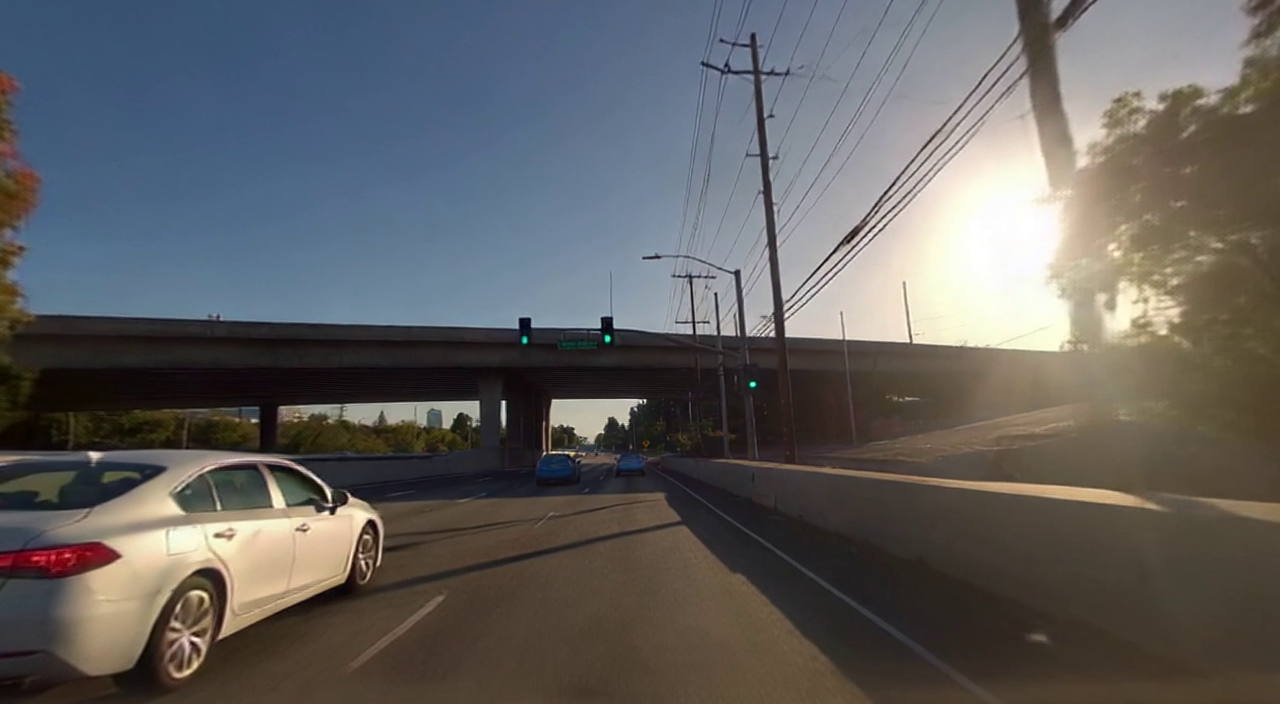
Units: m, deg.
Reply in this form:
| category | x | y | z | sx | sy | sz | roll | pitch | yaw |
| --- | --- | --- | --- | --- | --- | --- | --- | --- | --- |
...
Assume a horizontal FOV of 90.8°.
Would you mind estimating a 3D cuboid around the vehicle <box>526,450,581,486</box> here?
| category | x | y | z | sx | sy | sz | roll | pitch | yaw |
| --- | --- | --- | --- | --- | --- | --- | --- | --- | --- |
| vehicle | -3.828 | 5.205 | 28.658 | 1.946 | 1.437 | 4.154 | 0 | -8 | 0 |

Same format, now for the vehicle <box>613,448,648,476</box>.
| category | x | y | z | sx | sy | sz | roll | pitch | yaw |
| --- | --- | --- | --- | --- | --- | --- | --- | --- | --- |
| vehicle | -0.603 | 6.679 | 38.473 | 1.985 | 1.565 | 3.968 | 0 | -8 | -2 |

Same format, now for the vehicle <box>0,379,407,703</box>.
| category | x | y | z | sx | sy | sz | roll | pitch | yaw |
| --- | --- | --- | --- | --- | --- | --- | --- | --- | --- |
| vehicle | -3.529 | 1.259 | 4.730 | 1.925 | 1.666 | 4.271 | 0 | -8 | 0 |
